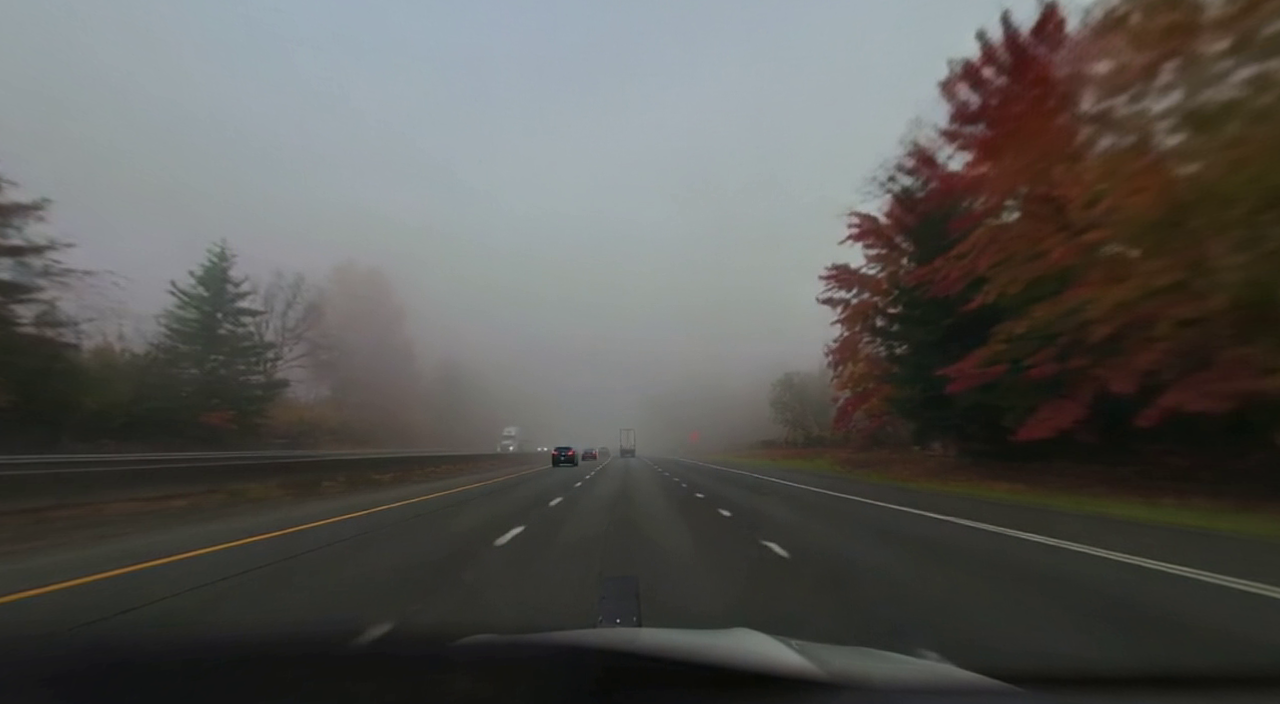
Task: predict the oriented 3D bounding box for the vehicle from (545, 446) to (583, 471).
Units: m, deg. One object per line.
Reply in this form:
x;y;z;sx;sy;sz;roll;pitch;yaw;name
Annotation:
-4.662;6.619;39.082;1.963;1.475;3.665;0;-9;-1;vehicle
